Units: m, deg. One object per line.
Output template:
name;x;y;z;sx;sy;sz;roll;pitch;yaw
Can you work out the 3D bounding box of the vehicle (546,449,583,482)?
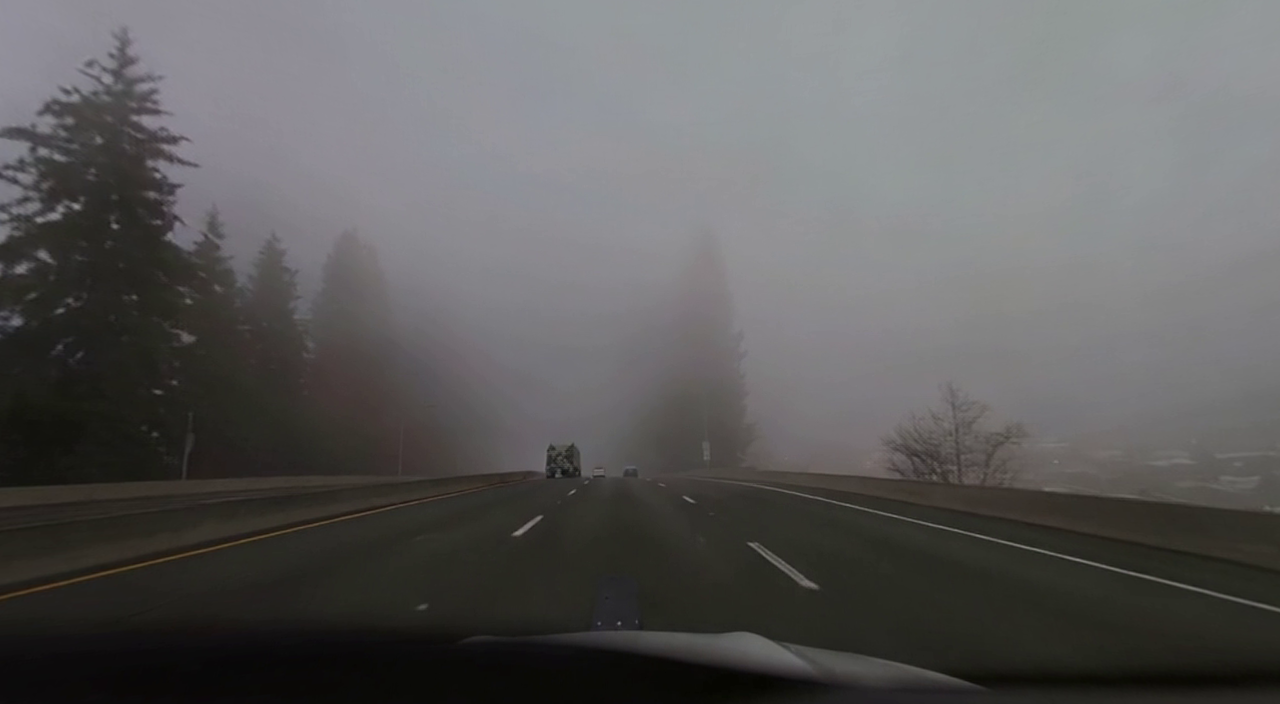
vehicle;-5.559;8.418;47.168;2.323;2.252;4.808;0;-9;-2
